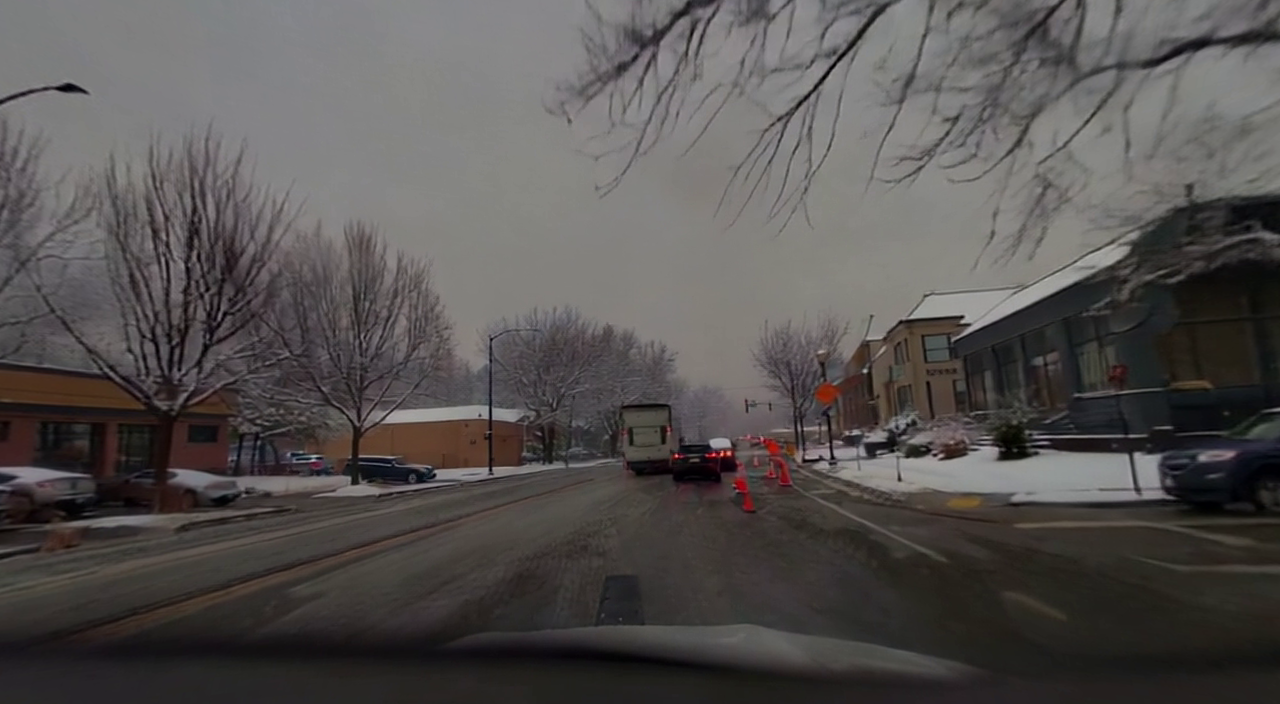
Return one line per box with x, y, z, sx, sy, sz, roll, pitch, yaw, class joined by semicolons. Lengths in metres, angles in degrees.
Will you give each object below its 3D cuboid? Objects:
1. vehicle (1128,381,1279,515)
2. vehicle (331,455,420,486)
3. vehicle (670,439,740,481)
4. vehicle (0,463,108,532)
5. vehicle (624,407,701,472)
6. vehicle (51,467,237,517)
11.326;1.525;10.180;4.859;1.914;2.333;0;-8;2;vehicle
-15.446;6.916;37.011;4.397;1.698;1.932;-1;-9;9;vehicle
2.463;4.215;24.998;2.159;1.506;4.086;0;-8;-2;vehicle
-18.162;4.136;18.065;4.298;1.752;1.954;-2;-9;7;vehicle
1.717;5.400;38.615;2.977;3.271;12.748;-2;-8;10;vehicle
-17.117;4.811;21.934;4.952;1.510;2.115;-1;-9;8;vehicle
